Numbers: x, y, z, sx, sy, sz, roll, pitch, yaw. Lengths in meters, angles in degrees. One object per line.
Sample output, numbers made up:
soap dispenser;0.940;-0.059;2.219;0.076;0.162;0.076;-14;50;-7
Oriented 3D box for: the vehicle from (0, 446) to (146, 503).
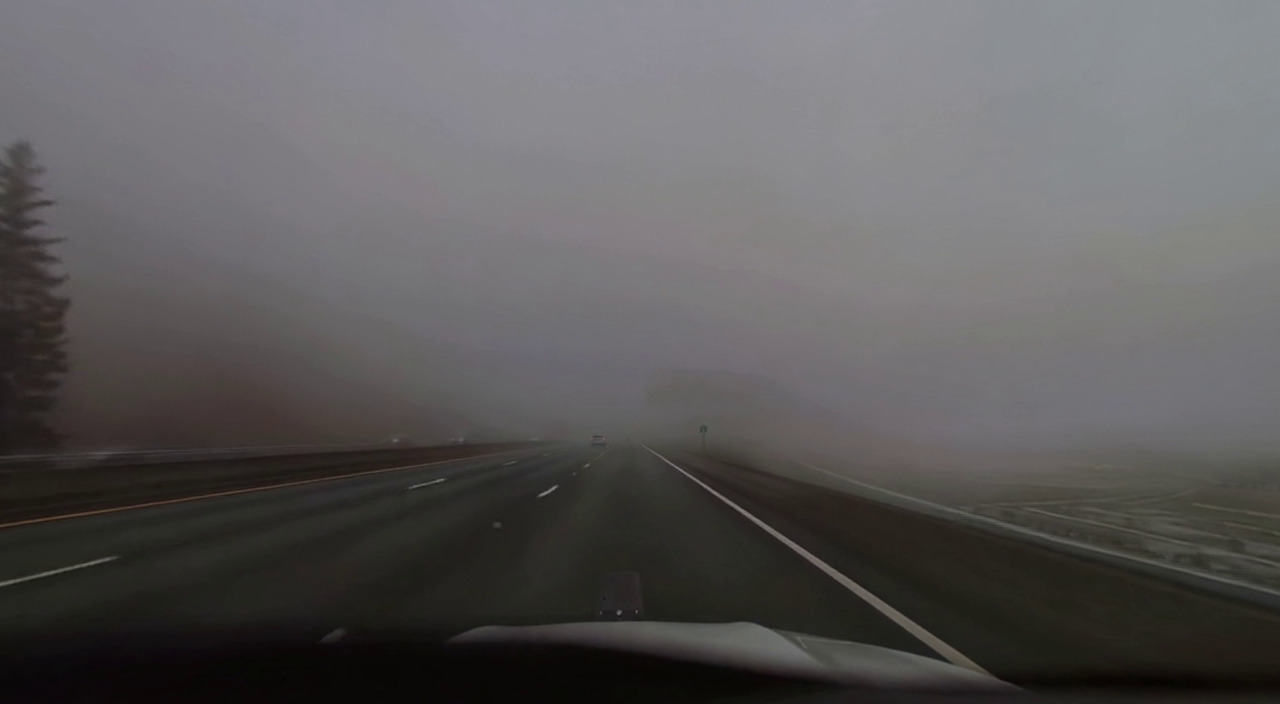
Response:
vehicle;-17.702;3.668;19.352;1.807;1.489;3.962;0;-8;-1
